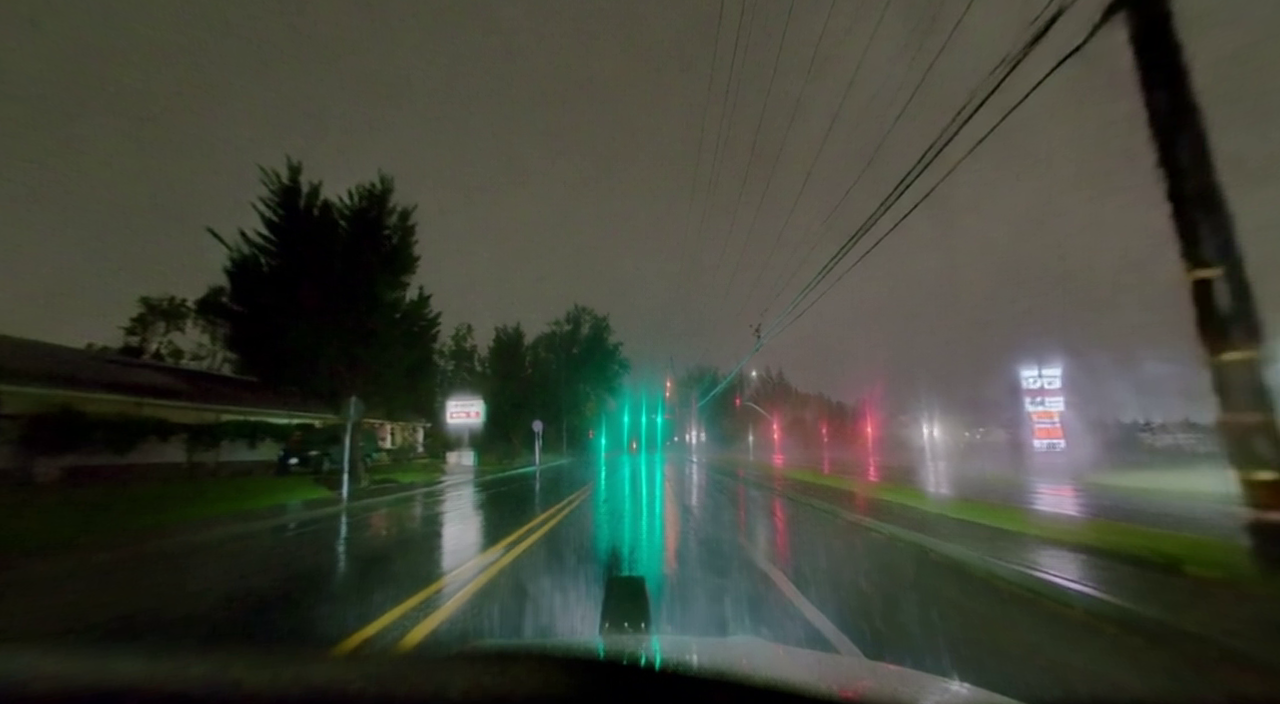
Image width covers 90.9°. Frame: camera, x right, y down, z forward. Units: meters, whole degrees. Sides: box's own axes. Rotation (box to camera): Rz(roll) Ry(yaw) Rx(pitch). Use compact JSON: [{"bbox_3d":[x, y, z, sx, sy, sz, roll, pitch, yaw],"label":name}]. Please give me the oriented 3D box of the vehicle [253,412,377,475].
[{"bbox_3d":[-13.064,3.749,25.896,2.476,2.256,5.686,0,-8,-5],"label":"vehicle"}]
